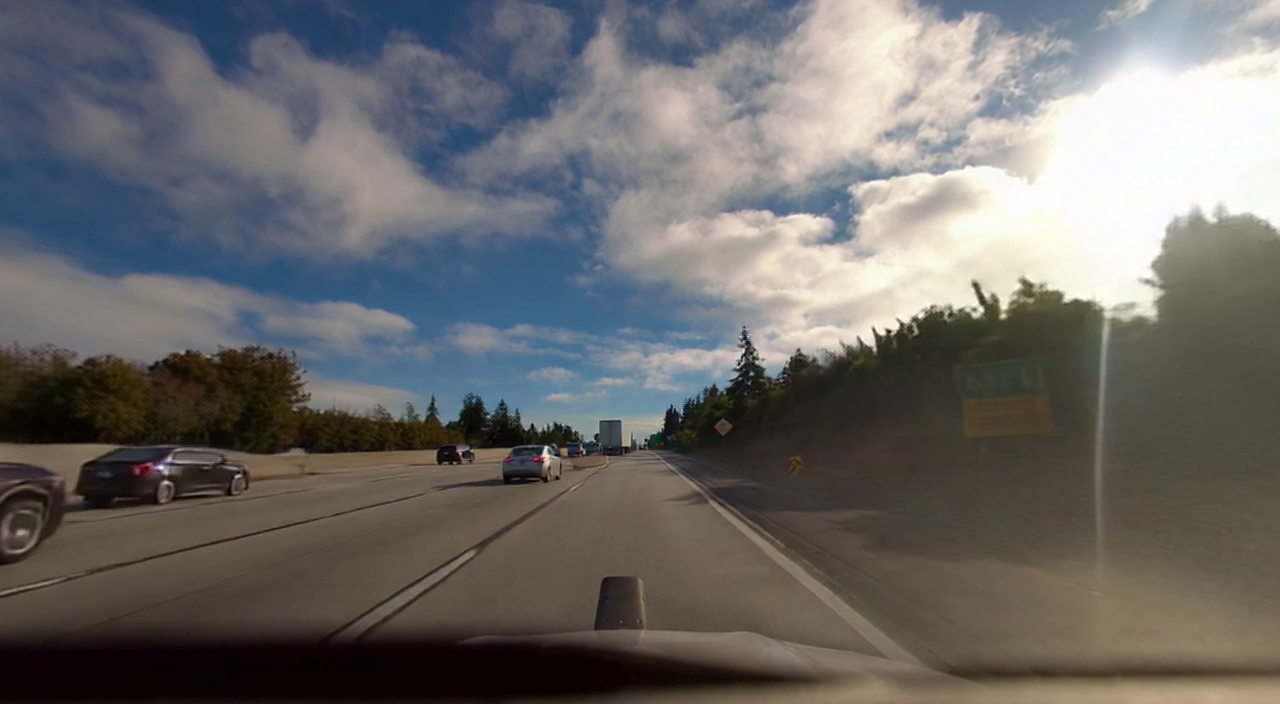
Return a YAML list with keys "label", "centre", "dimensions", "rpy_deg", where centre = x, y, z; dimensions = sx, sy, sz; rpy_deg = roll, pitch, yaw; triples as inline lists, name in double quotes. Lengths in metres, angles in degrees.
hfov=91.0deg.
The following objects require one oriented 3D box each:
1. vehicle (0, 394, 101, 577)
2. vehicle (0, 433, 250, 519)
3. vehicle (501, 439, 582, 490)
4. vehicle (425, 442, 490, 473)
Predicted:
- label: "vehicle"
  centre: [-7.392, 1.048, 4.462]
  dimensions: [2.115, 1.778, 5.572]
  rpy_deg: [0, -9, 1]
- label: "vehicle"
  centre: [-11.007, 2.541, 13.564]
  dimensions: [1.920, 1.476, 4.973]
  rpy_deg: [0, -9, 1]
- label: "vehicle"
  centre: [-3.218, 3.770, 21.389]
  dimensions: [1.931, 1.528, 4.126]
  rpy_deg: [0, -8, 2]
- label: "vehicle"
  centre: [-9.514, 5.522, 33.153]
  dimensions: [2.036, 1.506, 4.358]
  rpy_deg: [0, -9, 1]
